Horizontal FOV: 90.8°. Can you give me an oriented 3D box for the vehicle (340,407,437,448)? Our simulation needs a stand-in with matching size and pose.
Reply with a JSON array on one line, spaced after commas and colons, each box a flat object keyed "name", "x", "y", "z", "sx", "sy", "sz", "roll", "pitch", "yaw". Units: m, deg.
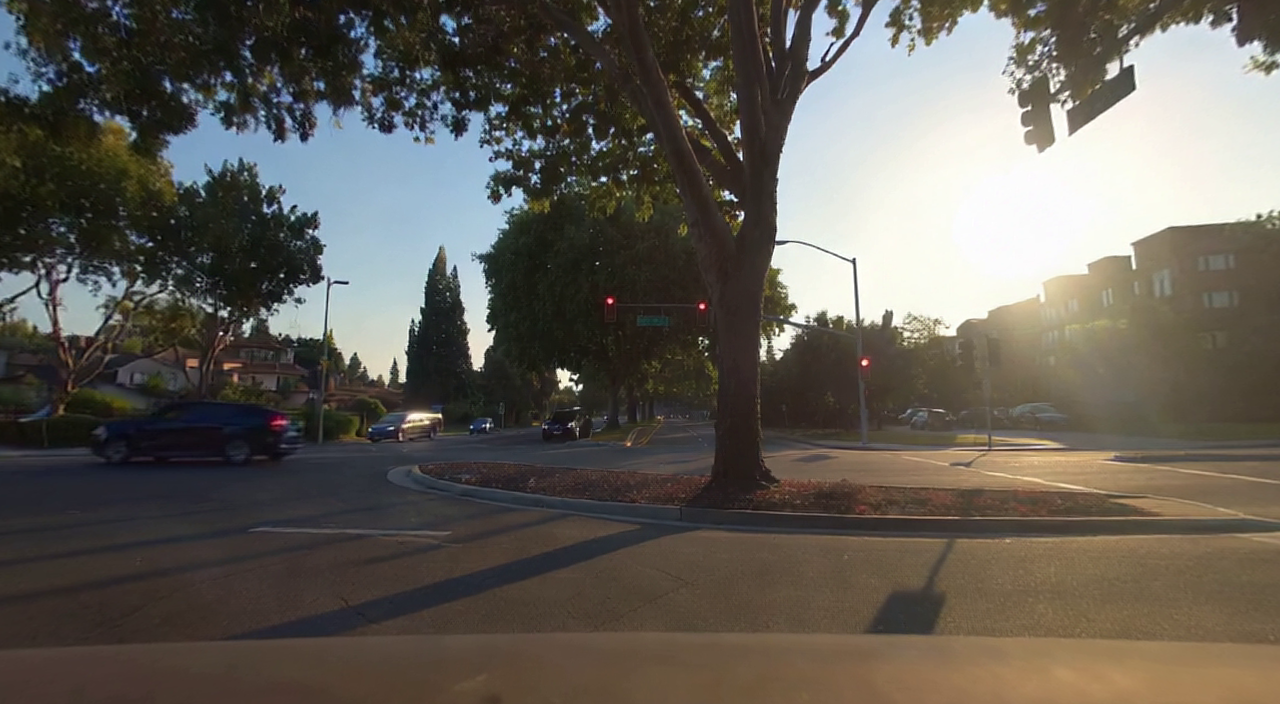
[{"name": "vehicle", "x": -12.617, "y": 3.923, "z": 32.177, "sx": 2.340, "sy": 1.902, "sz": 4.920, "roll": -2, "pitch": -9, "yaw": 9}]

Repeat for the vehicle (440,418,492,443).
[{"name": "vehicle", "x": -11.248, "y": 5.141, "z": 41.159, "sx": 1.899, "sy": 1.510, "sz": 4.294, "roll": -1, "pitch": -9, "yaw": 3}]

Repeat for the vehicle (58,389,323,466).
[{"name": "vehicle", "x": -11.713, "y": 2.028, "z": 16.767, "sx": 5.383, "sy": 1.870, "sz": 2.203, "roll": -1, "pitch": -9, "yaw": 3}]

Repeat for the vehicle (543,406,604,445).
[{"name": "vehicle", "x": -3.448, "y": 4.043, "z": 33.895, "sx": 2.306, "sy": 1.907, "sz": 5.382, "roll": -1, "pitch": -9, "yaw": 4}]

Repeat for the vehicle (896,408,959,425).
[{"name": "vehicle", "x": 22.010, "y": 4.965, "z": 48.459, "sx": 3.933, "sy": 1.219, "sz": 1.700, "roll": -1, "pitch": -9, "yaw": 3}]
